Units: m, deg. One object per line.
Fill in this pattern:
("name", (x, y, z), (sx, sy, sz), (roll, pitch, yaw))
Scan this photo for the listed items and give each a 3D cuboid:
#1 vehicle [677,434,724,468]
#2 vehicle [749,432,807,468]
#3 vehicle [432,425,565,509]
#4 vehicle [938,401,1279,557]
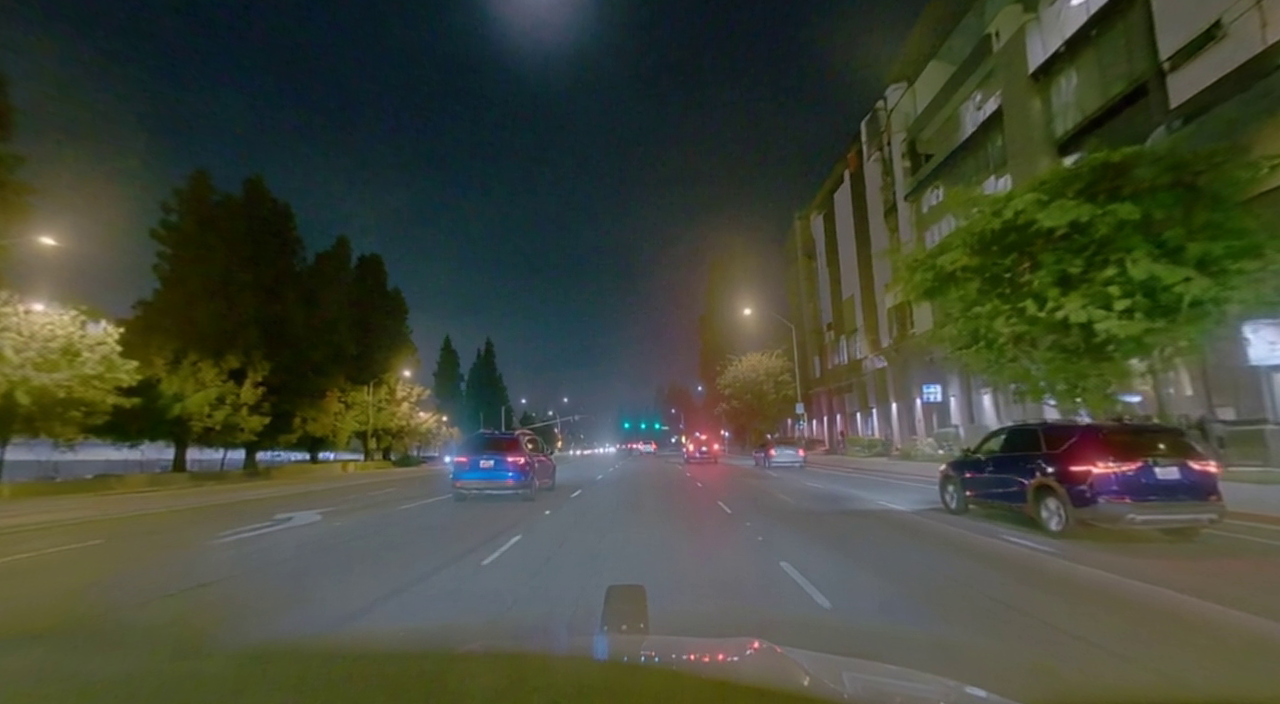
("vehicle", (3.395, 5.673, 36.255), (2.178, 1.804, 4.766), (0, -9, 0))
("vehicle", (7.421, 5.312, 34.256), (2.076, 1.793, 4.464), (0, -9, -1))
("vehicle", (-3.200, 2.721, 15.309), (2.141, 1.719, 4.379), (-1, -9, 1))
("vehicle", (6.432, 1.717, 9.135), (2.088, 1.666, 4.512), (-1, -9, 1))
